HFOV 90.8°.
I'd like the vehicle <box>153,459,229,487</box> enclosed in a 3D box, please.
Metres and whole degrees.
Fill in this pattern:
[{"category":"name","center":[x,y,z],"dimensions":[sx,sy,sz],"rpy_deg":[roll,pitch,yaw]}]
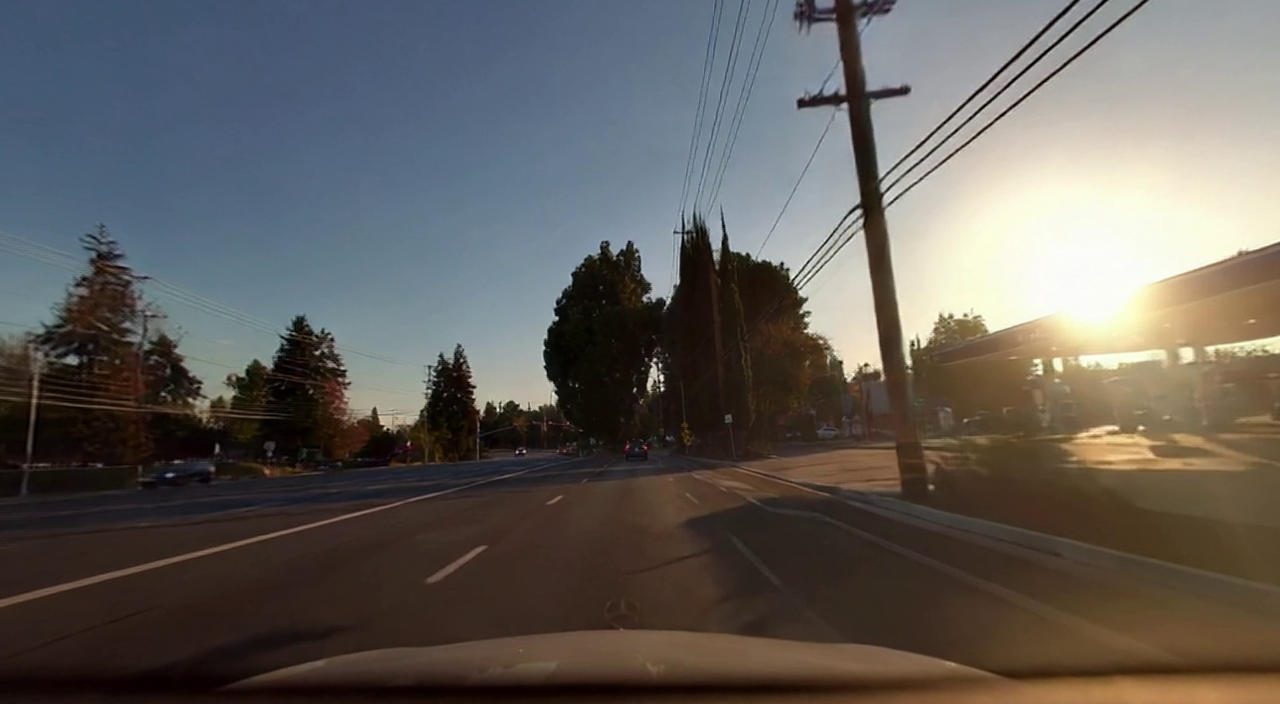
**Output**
[{"category":"vehicle","center":[-30.221,8.123,42.712],"dimensions":[1.940,1.672,4.631],"rpy_deg":[0,-8,-4]}]
